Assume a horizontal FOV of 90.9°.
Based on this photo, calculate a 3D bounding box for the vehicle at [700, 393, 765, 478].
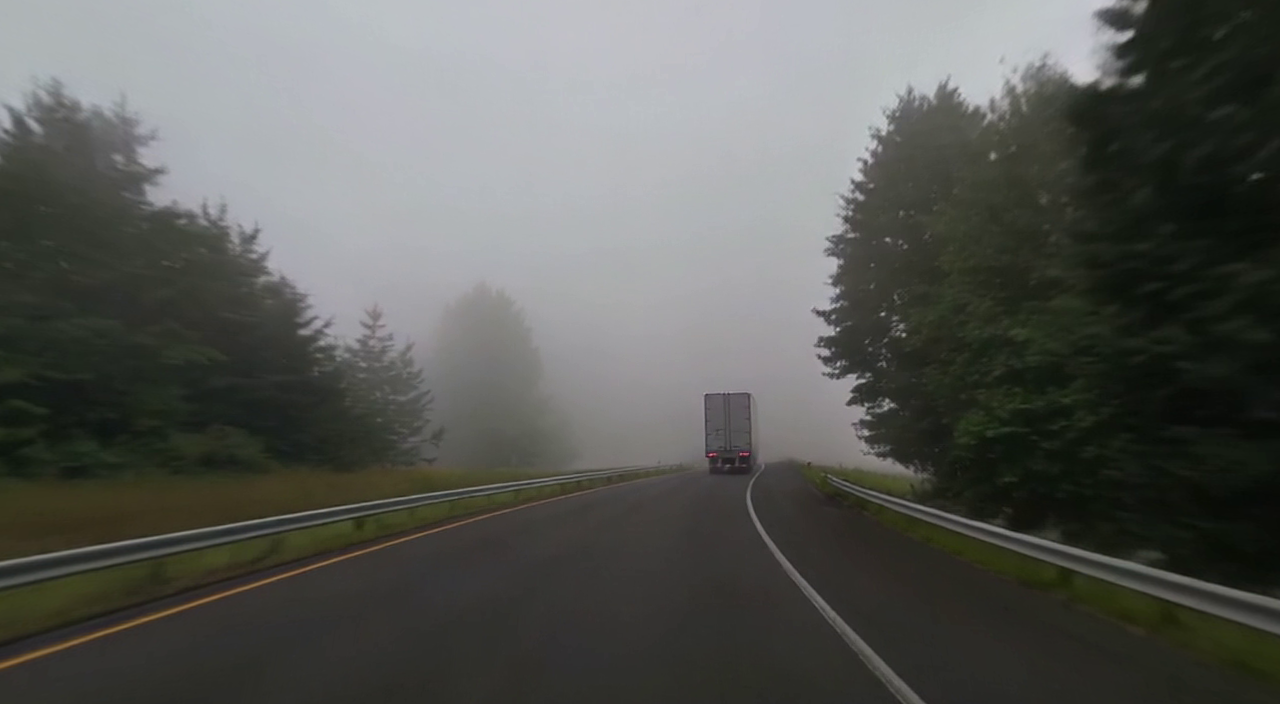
[{"bbox_3d":[5.903,5.163,38.090,3.087,4.178,13.682,-2,-9,11],"label":"vehicle"}]
